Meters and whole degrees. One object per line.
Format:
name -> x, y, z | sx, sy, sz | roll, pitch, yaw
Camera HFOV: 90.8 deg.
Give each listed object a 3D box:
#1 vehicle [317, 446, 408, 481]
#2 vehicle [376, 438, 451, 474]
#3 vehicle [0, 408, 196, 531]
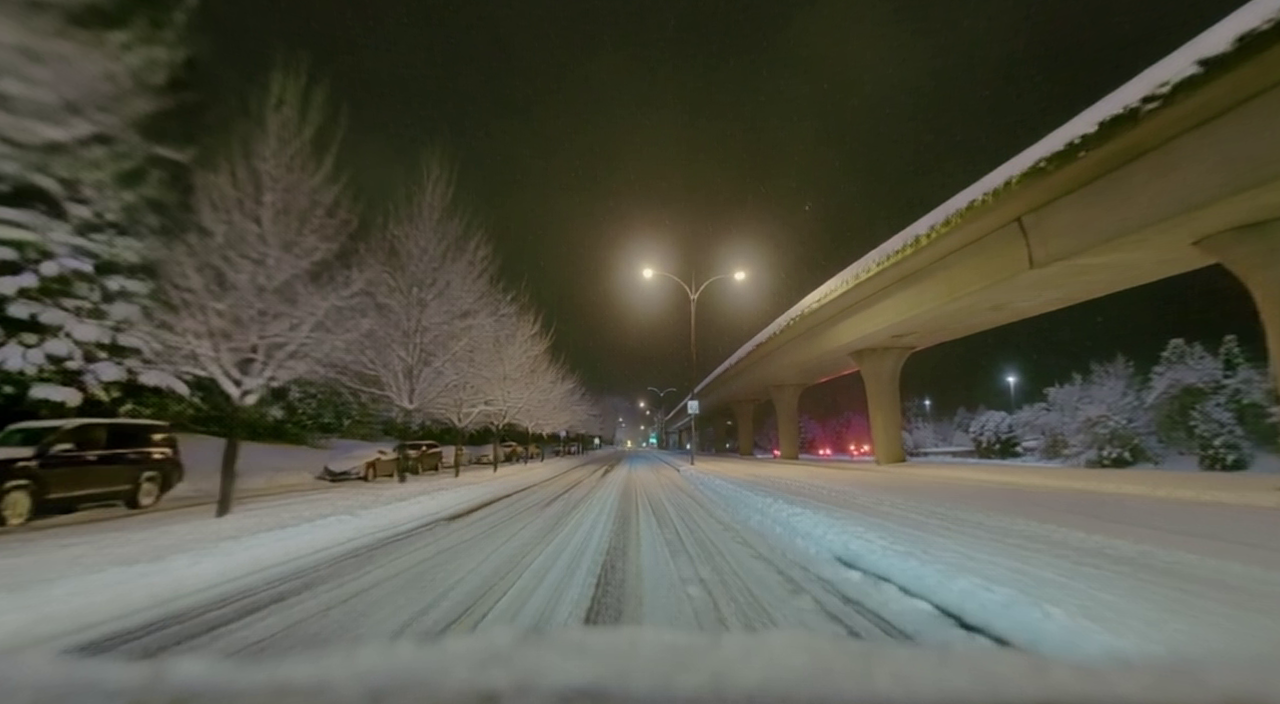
vehicle -> -13.334, 5.360, 30.729 | 2.156, 1.489, 4.758 | 2, -8, 1
vehicle -> -12.969, 6.014, 36.699 | 2.064, 1.809, 5.545 | 3, -8, 2
vehicle -> -13.452, 2.532, 14.205 | 2.307, 2.349, 6.335 | 1, -8, -1
